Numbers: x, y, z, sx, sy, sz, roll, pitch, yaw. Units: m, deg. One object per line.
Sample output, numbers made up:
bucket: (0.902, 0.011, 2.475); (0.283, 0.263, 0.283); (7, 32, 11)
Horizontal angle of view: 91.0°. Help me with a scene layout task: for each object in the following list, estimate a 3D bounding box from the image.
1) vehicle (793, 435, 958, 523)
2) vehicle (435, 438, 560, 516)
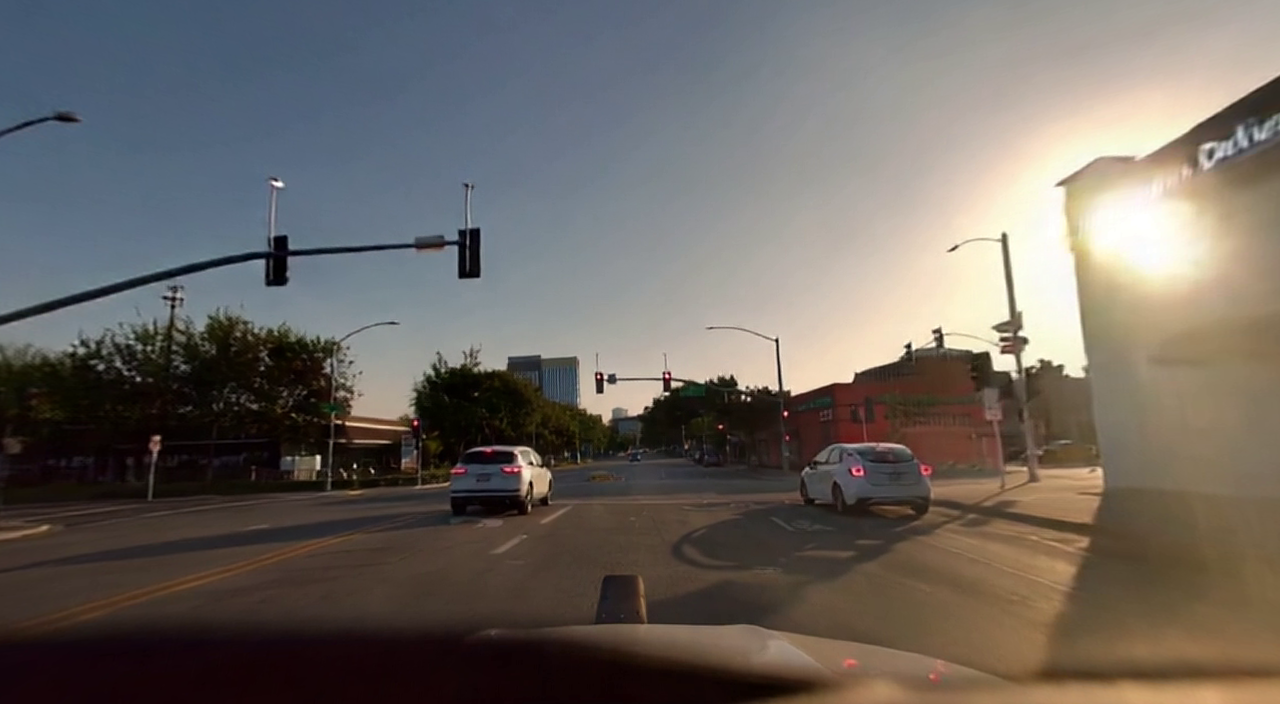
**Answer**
vehicle: (5.054, 2.805, 14.331); (2.039, 1.655, 4.495); (0, -9, 1)
vehicle: (-3.262, 2.985, 15.408); (1.947, 1.627, 4.248); (0, -9, 1)
